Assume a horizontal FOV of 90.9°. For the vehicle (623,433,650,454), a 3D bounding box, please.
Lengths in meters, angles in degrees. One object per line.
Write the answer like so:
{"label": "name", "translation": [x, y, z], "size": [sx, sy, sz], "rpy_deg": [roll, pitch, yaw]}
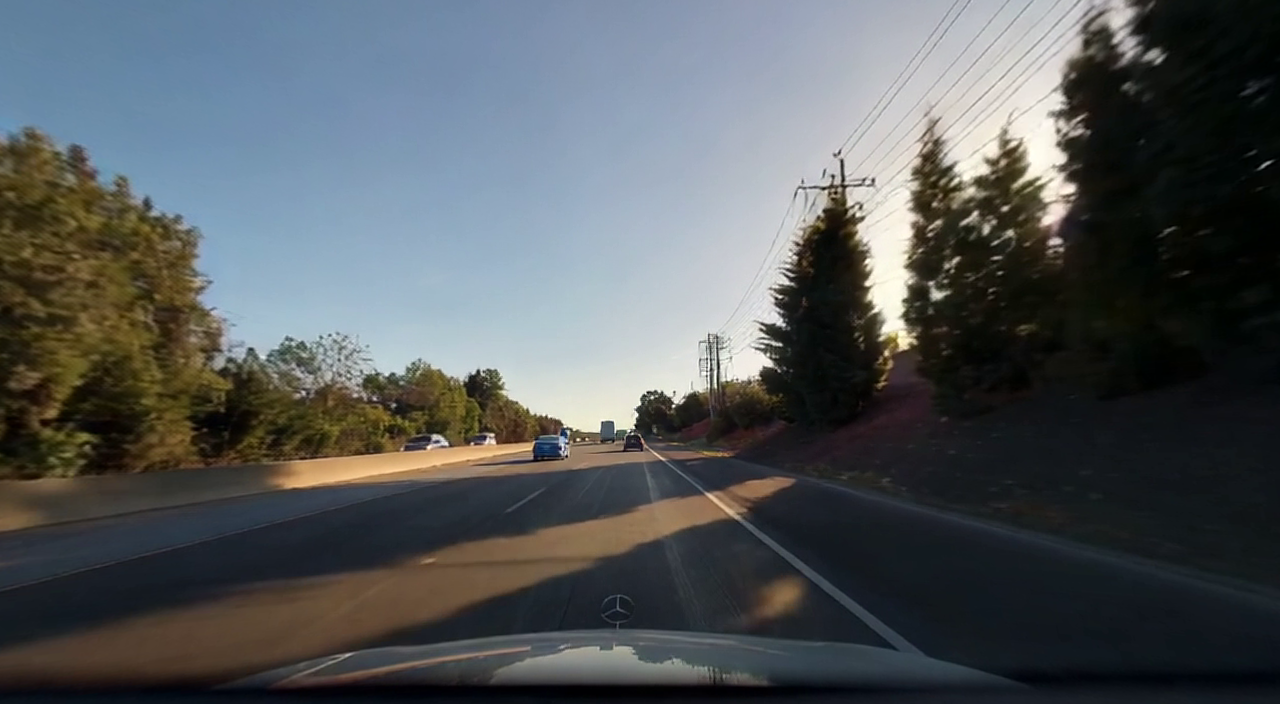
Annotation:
{"label": "vehicle", "translation": [-0.281, 6.636, 45.752], "size": [1.890, 1.472, 3.716], "rpy_deg": [0, -8, -1]}

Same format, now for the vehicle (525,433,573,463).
{"label": "vehicle", "translation": [-4.624, 4.926, 32.609], "size": [1.911, 1.477, 3.807], "rpy_deg": [0, -8, 0]}
